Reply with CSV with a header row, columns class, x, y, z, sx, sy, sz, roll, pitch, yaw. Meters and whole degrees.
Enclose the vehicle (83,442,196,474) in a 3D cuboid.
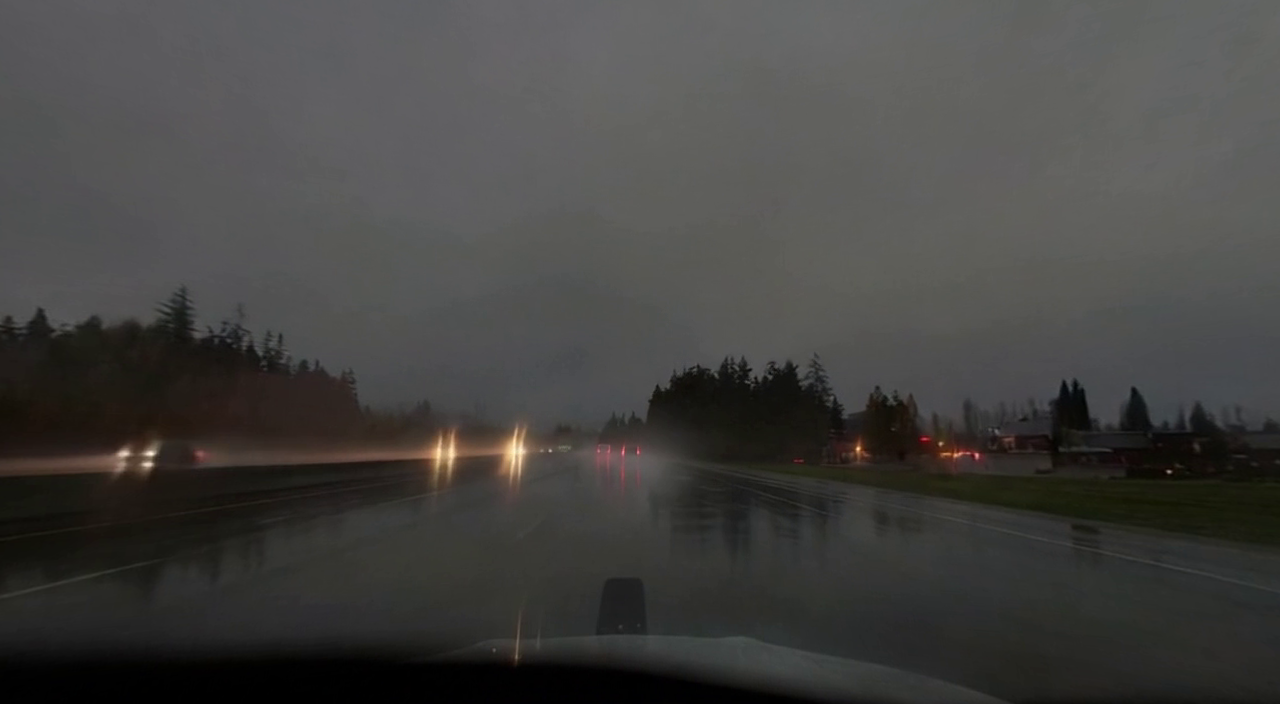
class,x,y,z,sx,sy,sz,roll,pitch,yaw
vehicle,-24.643,5.233,31.341,1.799,1.465,4.657,0,-9,0
